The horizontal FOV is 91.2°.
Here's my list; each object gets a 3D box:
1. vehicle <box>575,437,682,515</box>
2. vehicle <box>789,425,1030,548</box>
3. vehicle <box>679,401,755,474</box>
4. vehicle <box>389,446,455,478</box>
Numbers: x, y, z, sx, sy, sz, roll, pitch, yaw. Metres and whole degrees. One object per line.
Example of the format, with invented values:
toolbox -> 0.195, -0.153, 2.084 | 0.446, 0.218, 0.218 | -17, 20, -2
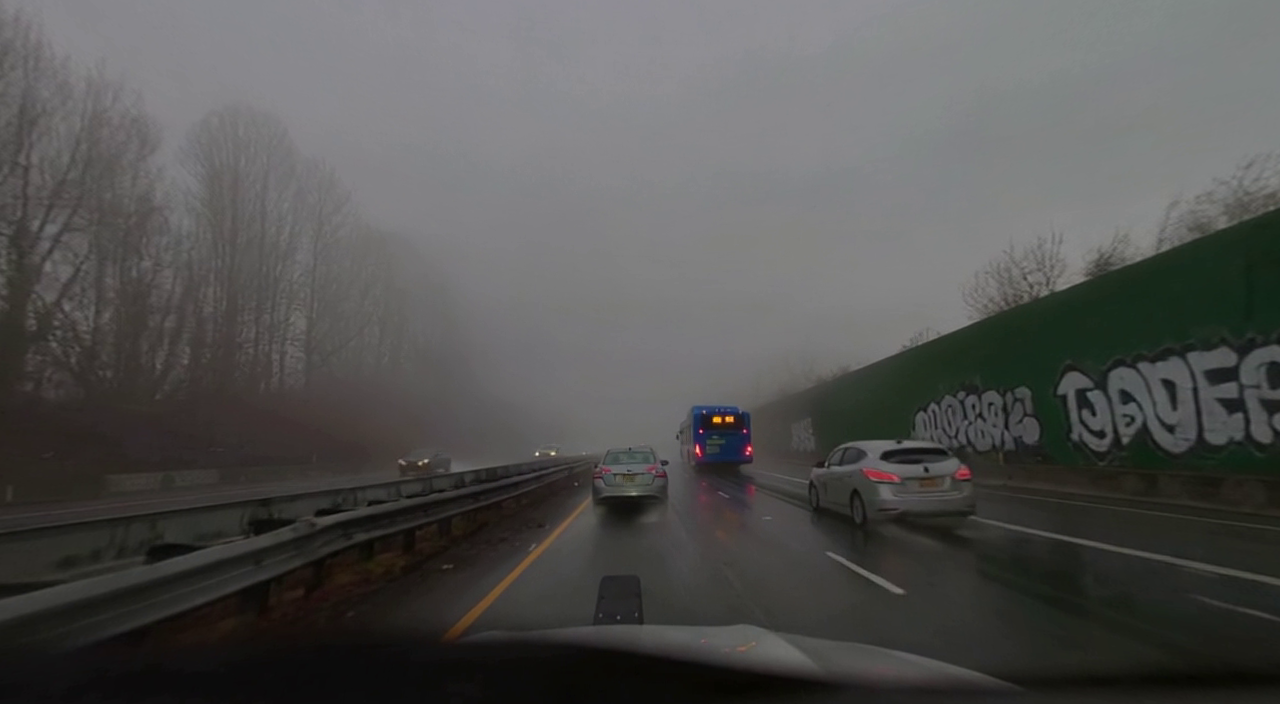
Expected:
vehicle -> -0.240, 2.846, 14.814 | 2.160, 1.532, 4.073 | -1, -9, 0
vehicle -> 3.859, 2.002, 9.883 | 1.995, 1.507, 3.915 | 0, -9, -1
vehicle -> 4.107, 5.102, 36.504 | 3.055, 3.479, 12.521 | -1, -9, 1
vehicle -> -12.556, 6.360, 36.419 | 2.090, 1.680, 4.456 | -1, -9, 2
